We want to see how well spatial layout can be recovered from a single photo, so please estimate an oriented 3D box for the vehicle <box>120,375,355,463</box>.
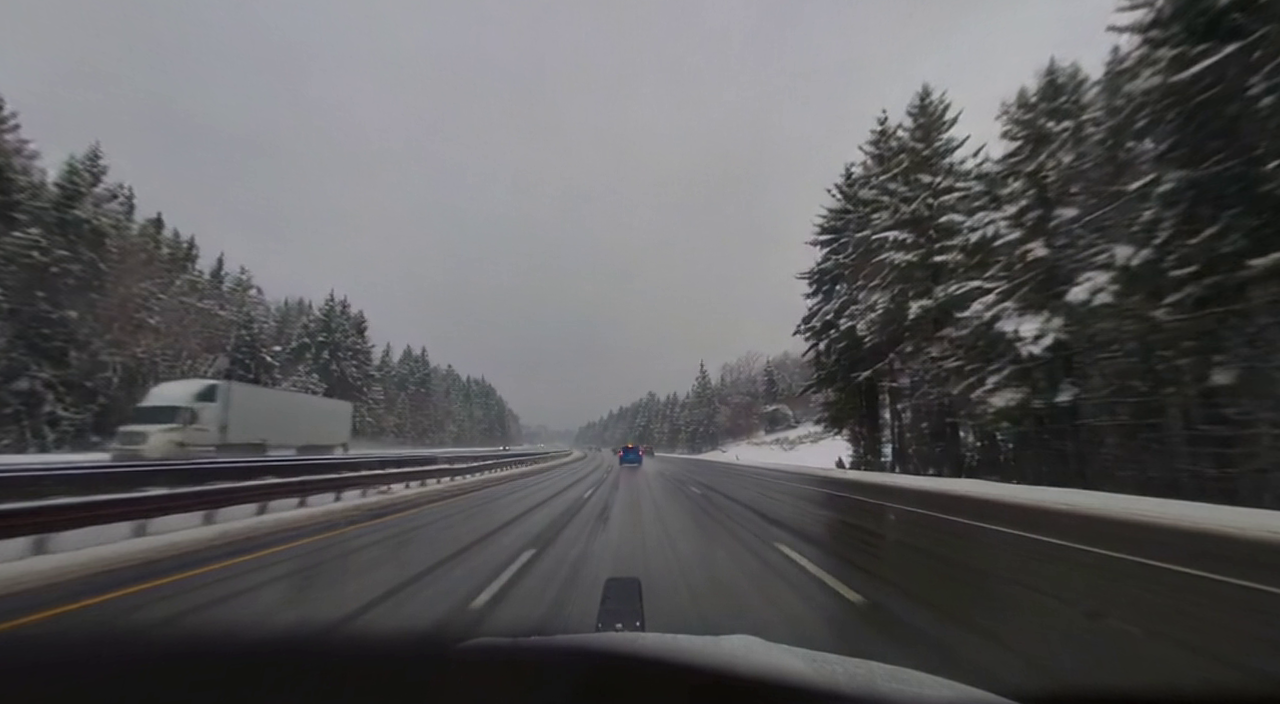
[{"bbox_3d":[-22.662,4.430,38.055,3.487,4.111,16.787,0,-9,-1],"label":"vehicle"}]
